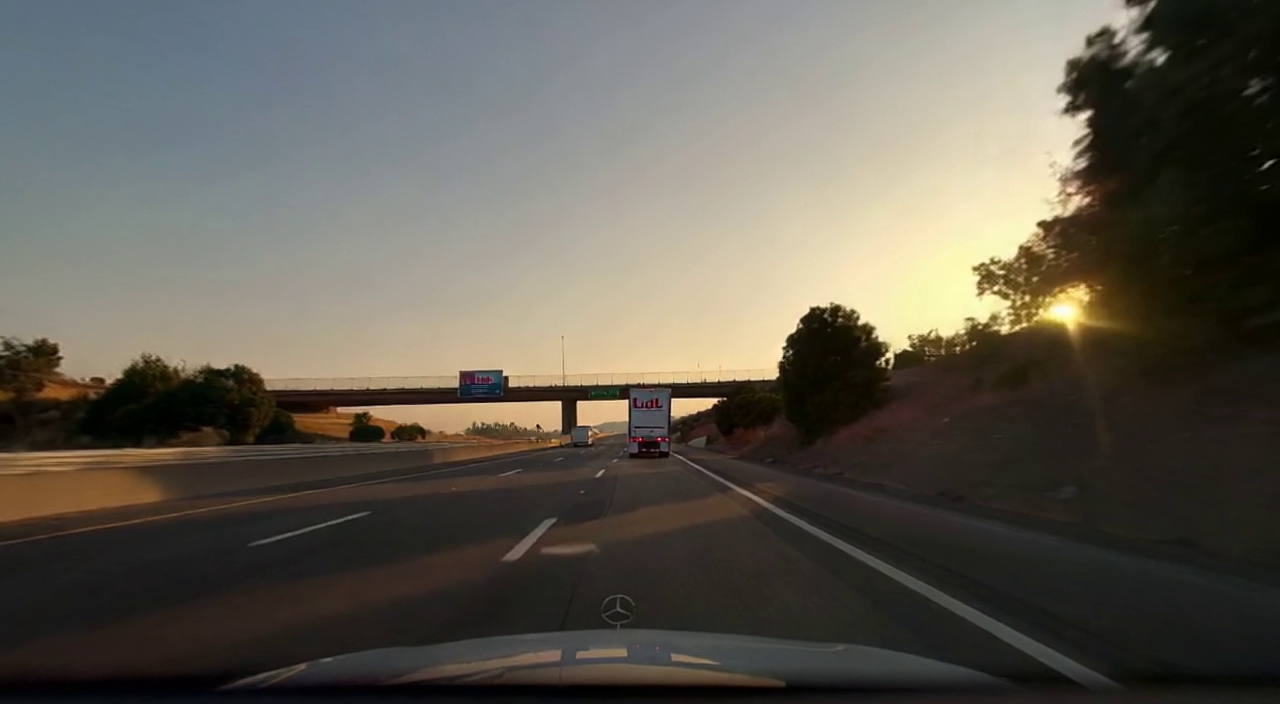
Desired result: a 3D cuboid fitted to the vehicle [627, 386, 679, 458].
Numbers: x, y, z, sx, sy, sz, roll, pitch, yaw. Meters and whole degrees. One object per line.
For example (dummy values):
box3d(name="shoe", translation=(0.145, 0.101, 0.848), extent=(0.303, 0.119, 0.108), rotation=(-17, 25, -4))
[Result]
box3d(name="vehicle", translation=(0.777, 5.112, 44.388), extent=(3.034, 4.194, 14.704), rotation=(0, -8, 0))
